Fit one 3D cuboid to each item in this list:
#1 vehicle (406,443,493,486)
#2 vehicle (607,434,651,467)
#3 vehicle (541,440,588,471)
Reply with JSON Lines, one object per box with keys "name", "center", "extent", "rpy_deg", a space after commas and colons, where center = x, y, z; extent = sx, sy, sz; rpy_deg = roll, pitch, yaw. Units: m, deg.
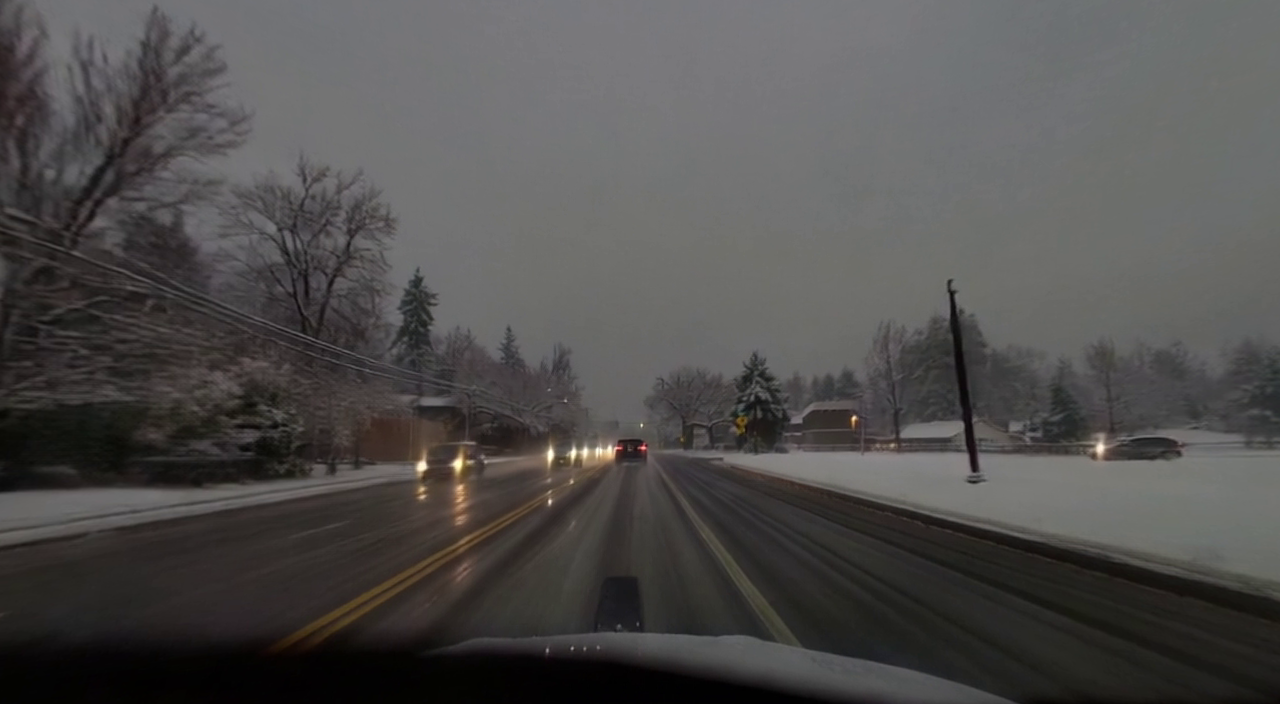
{"name": "vehicle", "center": [-7.969, 4.746, 27.010], "extent": [2.211, 1.608, 4.942], "rpy_deg": [-1, -9, 0]}
{"name": "vehicle", "center": [-0.617, 6.176, 39.596], "extent": [2.554, 1.902, 5.329], "rpy_deg": [0, -9, 1]}
{"name": "vehicle", "center": [-4.215, 5.878, 36.065], "extent": [2.115, 1.638, 4.098], "rpy_deg": [0, -9, 1]}
